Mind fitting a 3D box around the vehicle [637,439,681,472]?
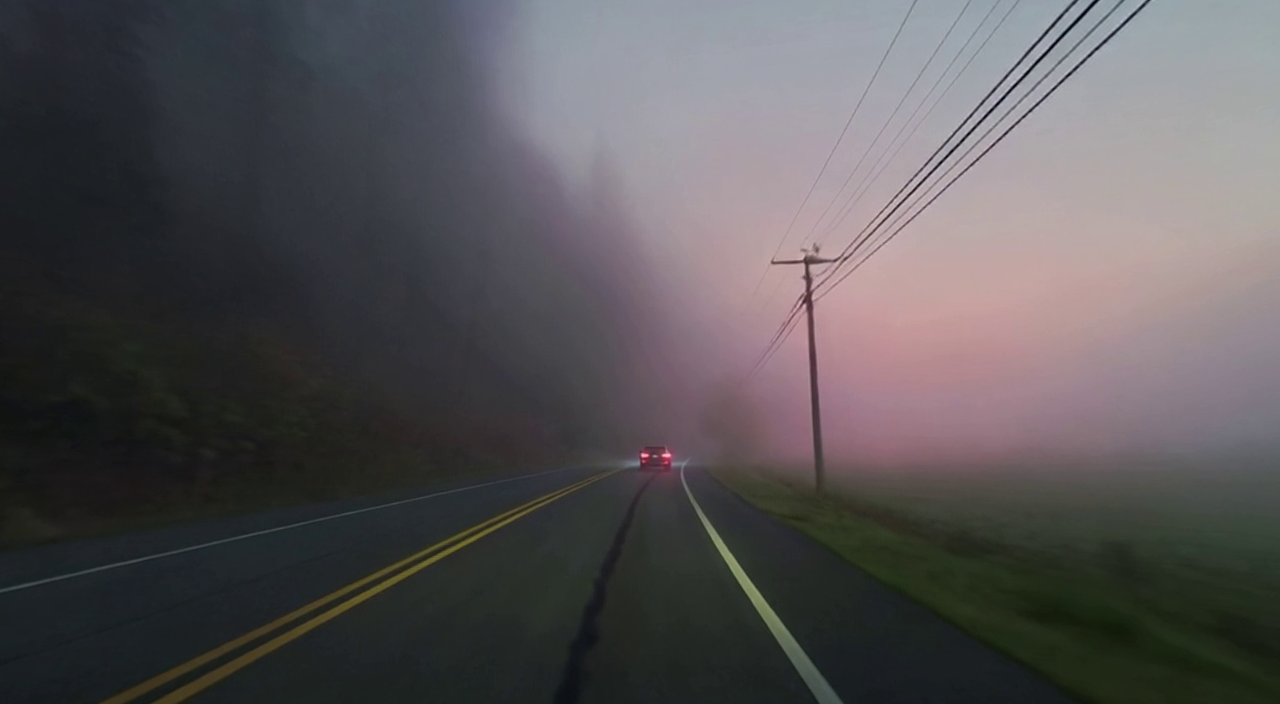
[{"bbox_3d":[1.010,5.219,32.044,2.059,1.524,3.963,-1,-9,4],"label":"vehicle"}]
